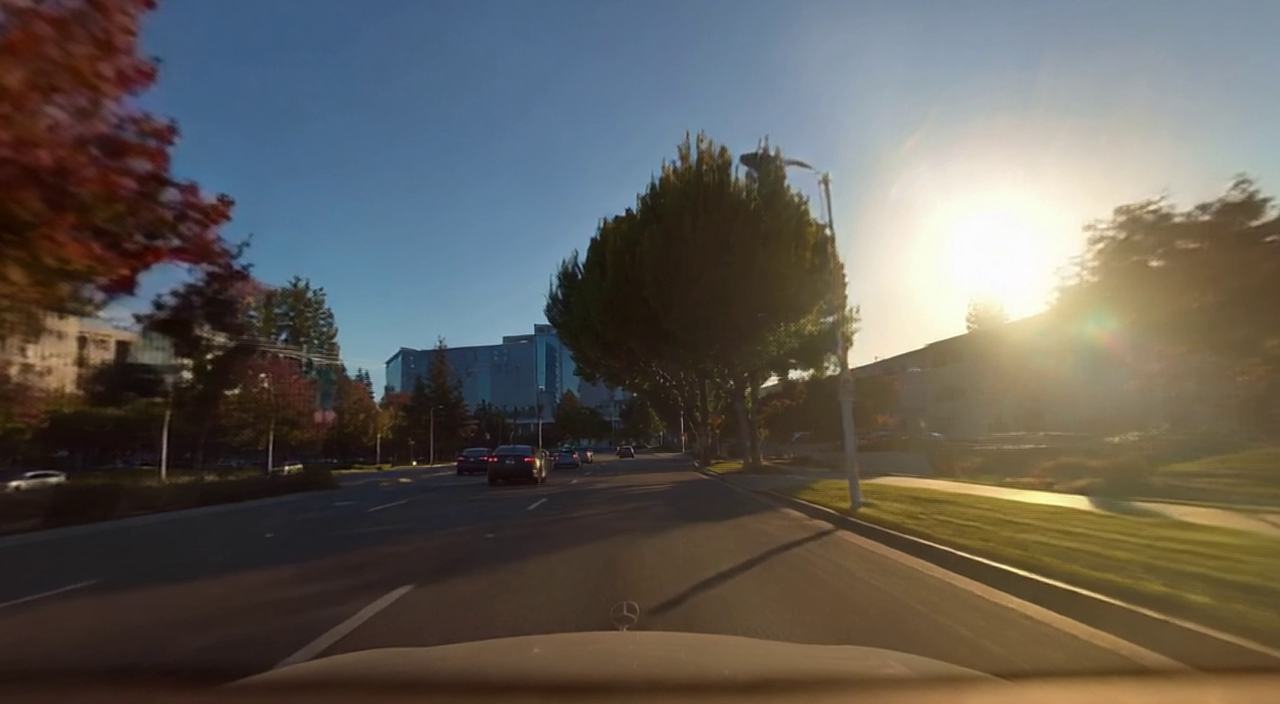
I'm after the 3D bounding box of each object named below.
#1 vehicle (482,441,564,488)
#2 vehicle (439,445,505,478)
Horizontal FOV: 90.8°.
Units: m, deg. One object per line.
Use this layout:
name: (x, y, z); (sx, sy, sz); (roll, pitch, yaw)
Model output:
vehicle: (-4.017, 3.949, 22.526); (2.011, 1.483, 4.596); (0, -9, 0)
vehicle: (-8.161, 5.358, 31.198); (1.976, 1.497, 4.709); (0, -9, 0)
